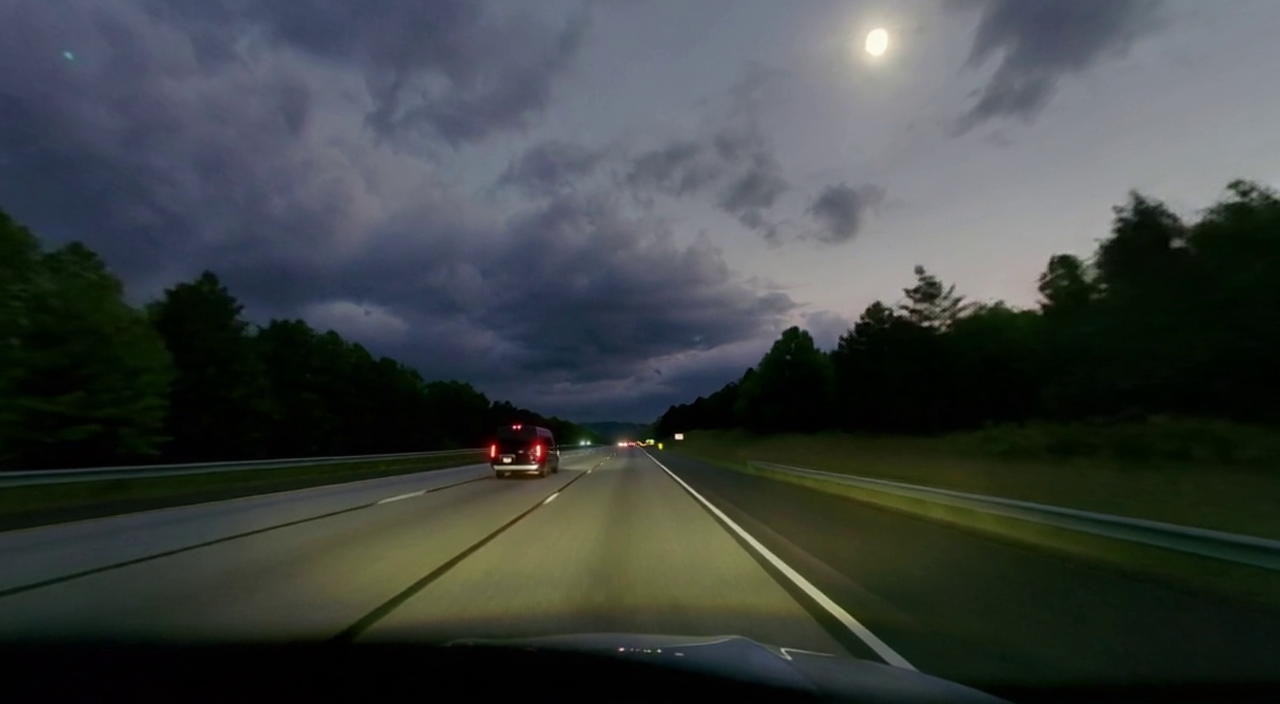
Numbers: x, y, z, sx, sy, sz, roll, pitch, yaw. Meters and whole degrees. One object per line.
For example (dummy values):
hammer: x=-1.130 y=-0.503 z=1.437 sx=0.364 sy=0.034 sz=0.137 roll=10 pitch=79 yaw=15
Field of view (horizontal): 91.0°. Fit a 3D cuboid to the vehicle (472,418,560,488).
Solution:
vehicle: x=-3.946 y=3.307 z=20.872 sx=1.976 sy=2.029 sz=4.737 roll=-1 pitch=-8 yaw=0
